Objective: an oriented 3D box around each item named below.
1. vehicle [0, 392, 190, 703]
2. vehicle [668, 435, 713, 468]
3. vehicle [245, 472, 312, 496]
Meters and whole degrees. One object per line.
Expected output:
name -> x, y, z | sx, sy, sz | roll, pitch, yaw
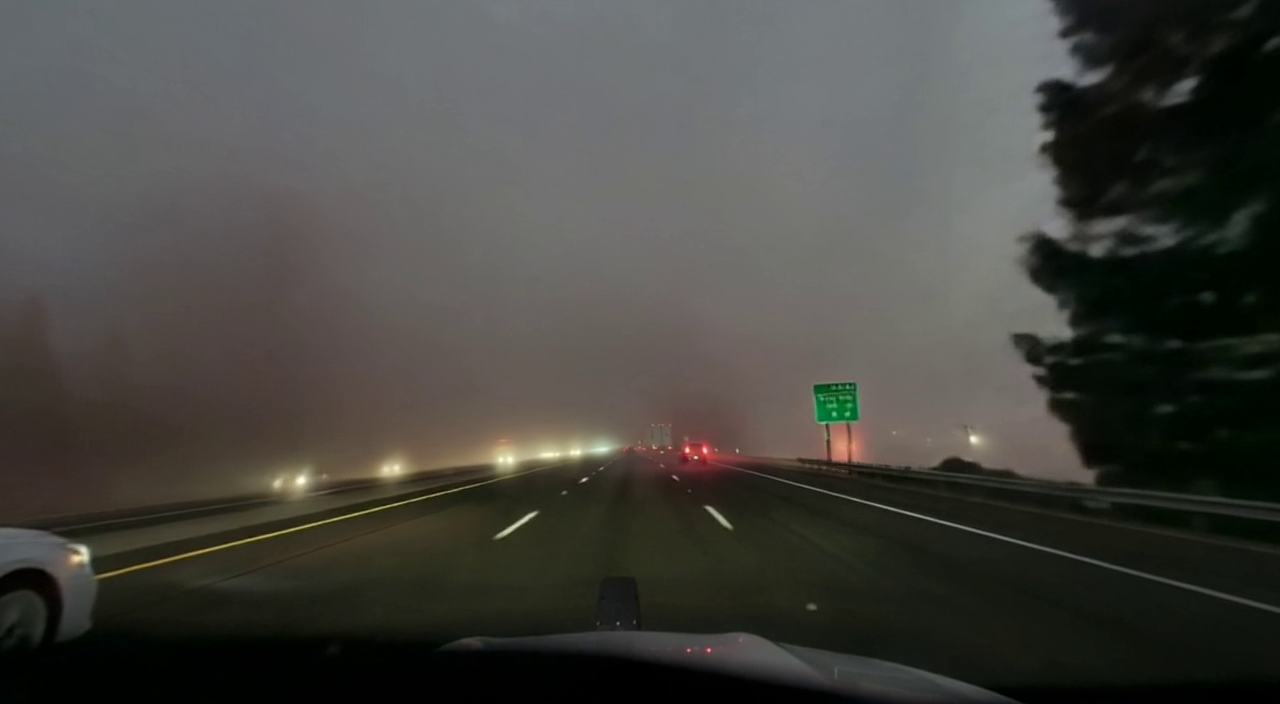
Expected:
vehicle -> -4.228, 0.857, 2.140 | 1.903, 1.607, 4.770 | 0, -8, 0
vehicle -> 2.774, 5.641, 35.967 | 2.065, 1.760, 4.488 | 0, -8, -1
vehicle -> -27.565, 10.071, 48.411 | 2.104, 1.431, 4.891 | 0, -8, 2
